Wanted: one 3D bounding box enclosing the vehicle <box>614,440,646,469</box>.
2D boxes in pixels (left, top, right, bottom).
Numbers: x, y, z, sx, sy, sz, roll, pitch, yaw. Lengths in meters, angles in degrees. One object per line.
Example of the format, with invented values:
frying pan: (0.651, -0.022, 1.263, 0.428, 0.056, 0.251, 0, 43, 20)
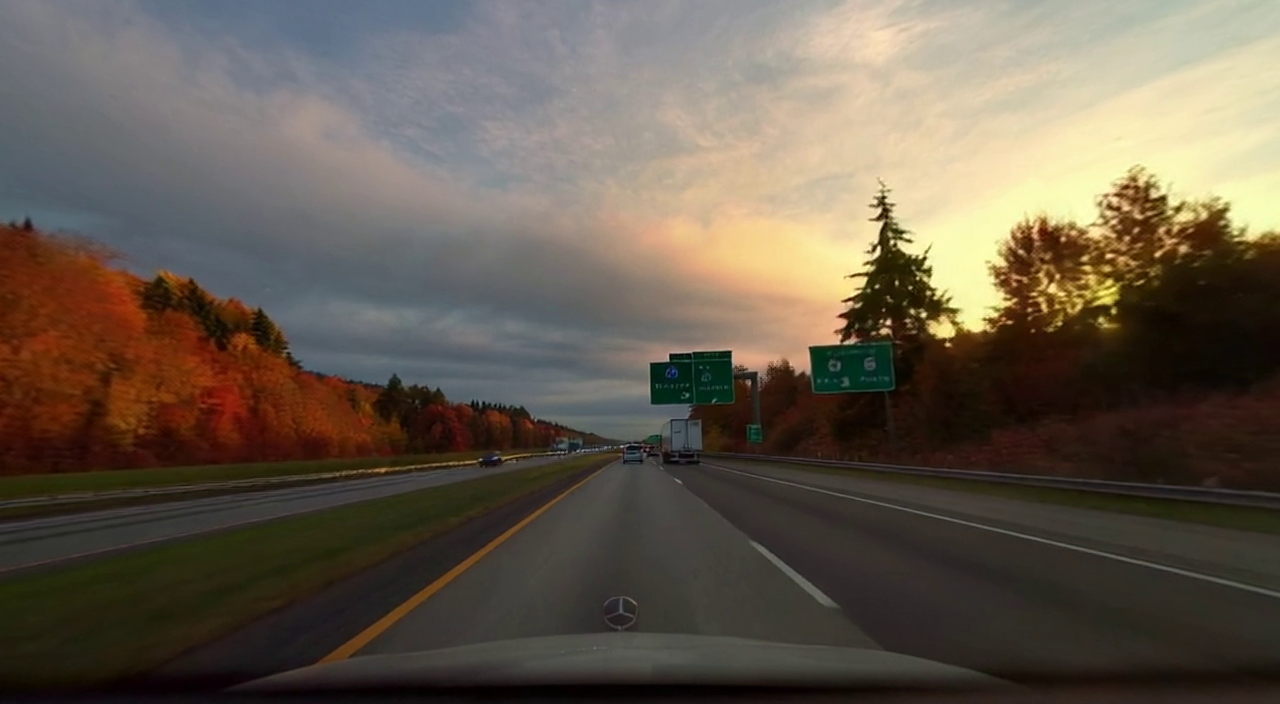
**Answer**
vehicle: (-0.682, 7.129, 43.754, 2.156, 1.886, 4.334, 0, -9, 0)
